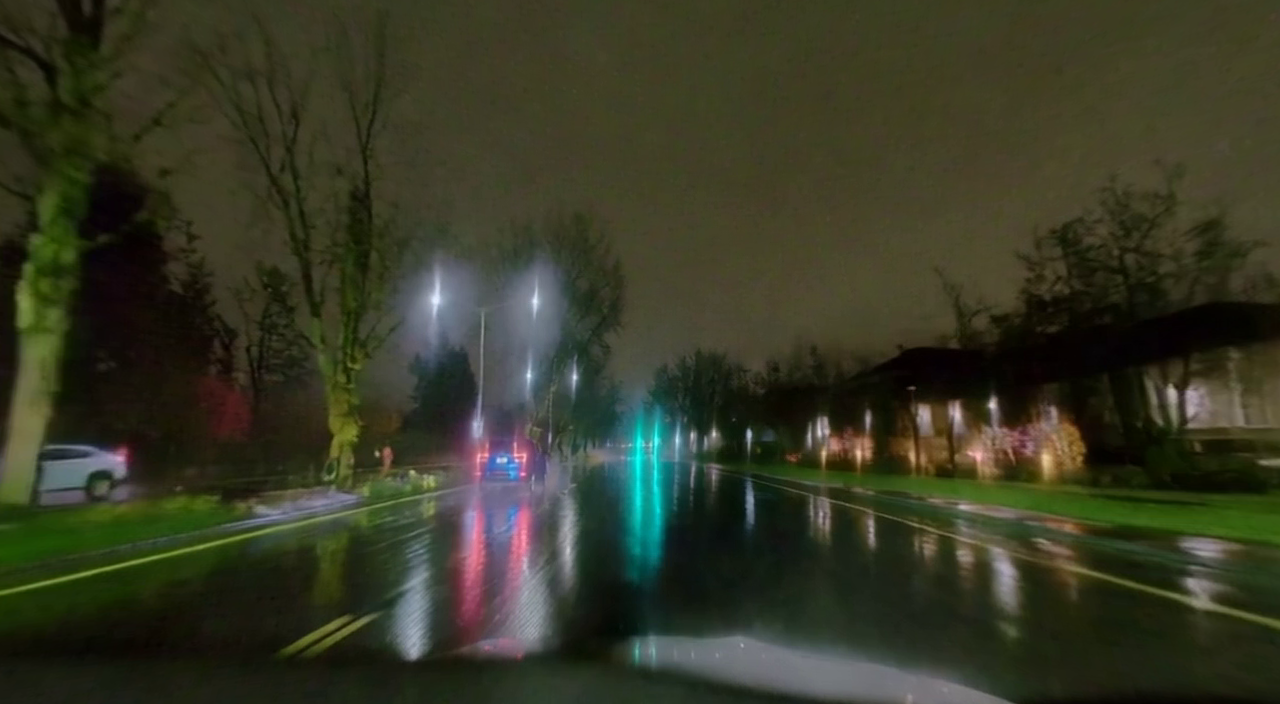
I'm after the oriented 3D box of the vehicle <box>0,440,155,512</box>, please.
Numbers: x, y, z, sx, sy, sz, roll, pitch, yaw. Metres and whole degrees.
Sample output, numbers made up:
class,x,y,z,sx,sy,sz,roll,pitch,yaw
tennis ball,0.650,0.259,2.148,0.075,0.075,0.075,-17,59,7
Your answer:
class,x,y,z,sx,sy,sz,roll,pitch,yaw
vehicle,-16.691,3.378,17.727,2.202,1.724,4.934,0,-9,1

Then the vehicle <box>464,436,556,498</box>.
class,x,y,z,sx,sy,sz,roll,pitch,yaw
vehicle,-3.996,3.601,20.221,1.993,1.733,4.262,0,-9,1
